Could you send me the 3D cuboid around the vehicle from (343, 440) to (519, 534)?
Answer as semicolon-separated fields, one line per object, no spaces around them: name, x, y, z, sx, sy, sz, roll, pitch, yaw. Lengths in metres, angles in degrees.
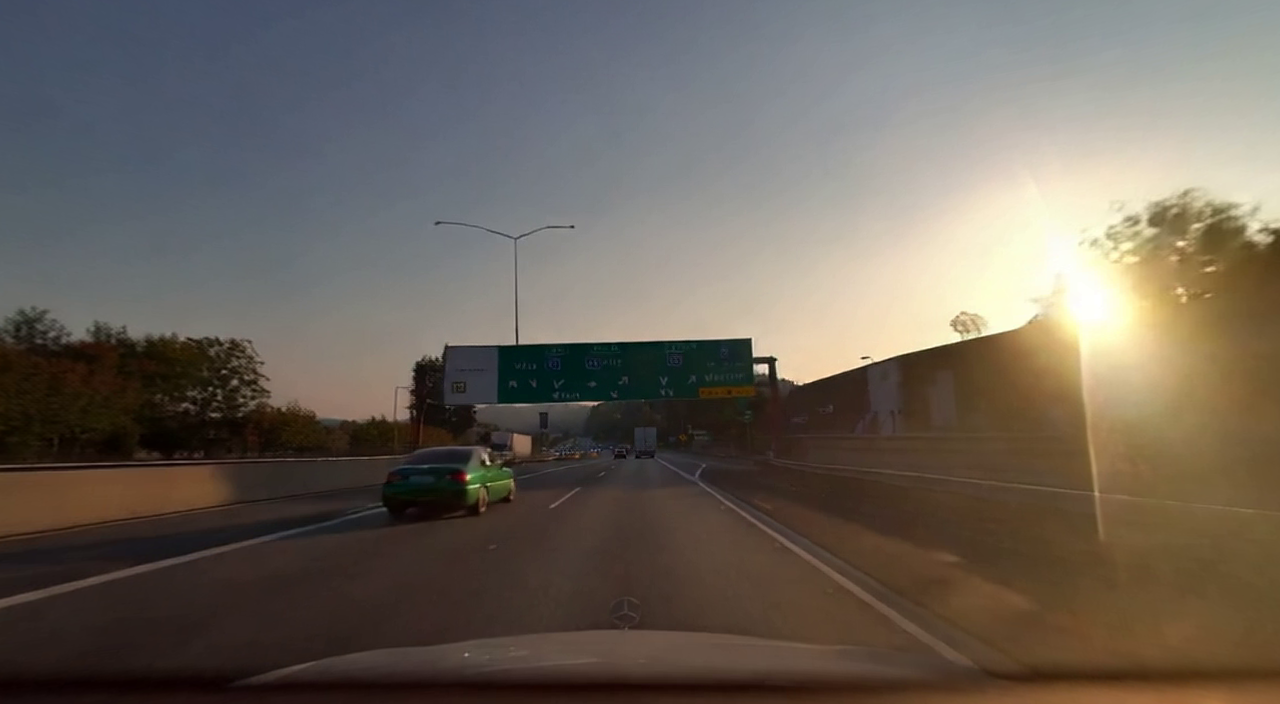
vehicle;-3.718;2.469;12.121;1.886;1.465;4.119;0;-9;1
